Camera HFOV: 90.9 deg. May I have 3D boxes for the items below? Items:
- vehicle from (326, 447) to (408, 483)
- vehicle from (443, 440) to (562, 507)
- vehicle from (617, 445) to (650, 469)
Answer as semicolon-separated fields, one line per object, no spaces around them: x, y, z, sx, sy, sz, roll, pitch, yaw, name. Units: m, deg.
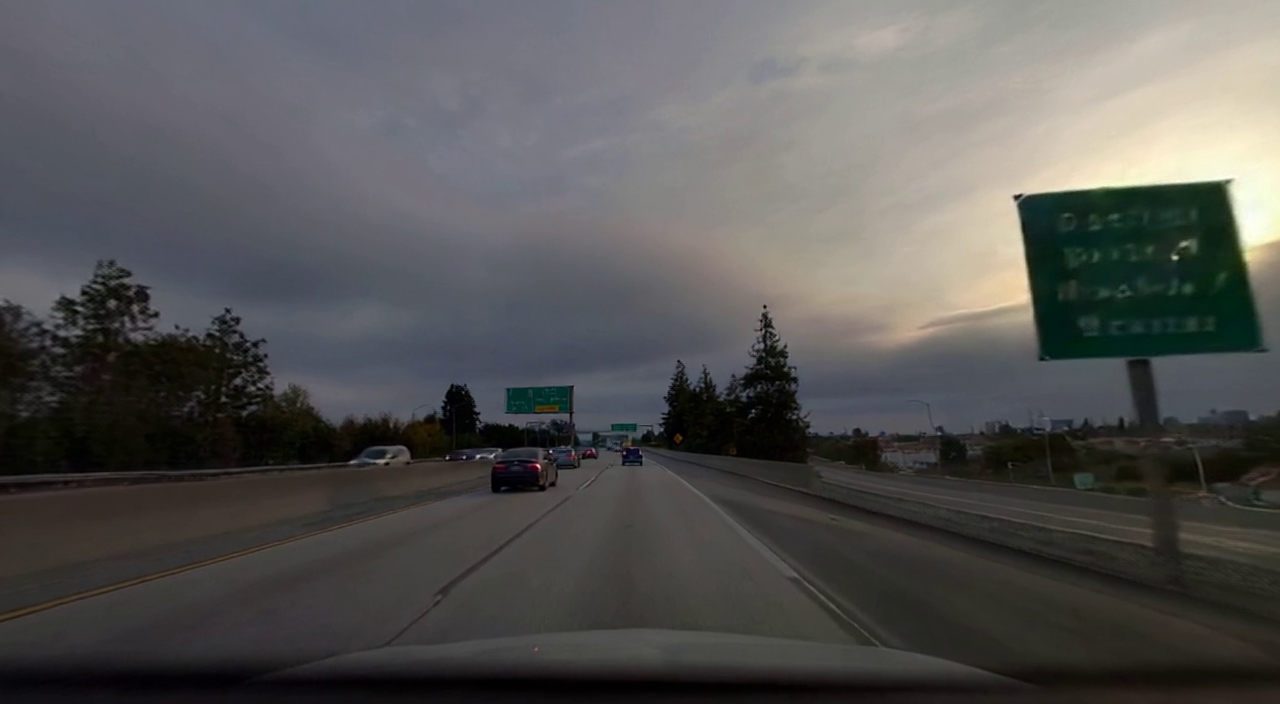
-13.862;5.732;32.396;2.150;1.649;4.582;0;-8;0;vehicle
-3.430;3.109;16.722;2.067;1.509;4.551;0;-8;1;vehicle
-0.433;7.033;42.574;2.100;1.471;3.956;0;-8;-1;vehicle
